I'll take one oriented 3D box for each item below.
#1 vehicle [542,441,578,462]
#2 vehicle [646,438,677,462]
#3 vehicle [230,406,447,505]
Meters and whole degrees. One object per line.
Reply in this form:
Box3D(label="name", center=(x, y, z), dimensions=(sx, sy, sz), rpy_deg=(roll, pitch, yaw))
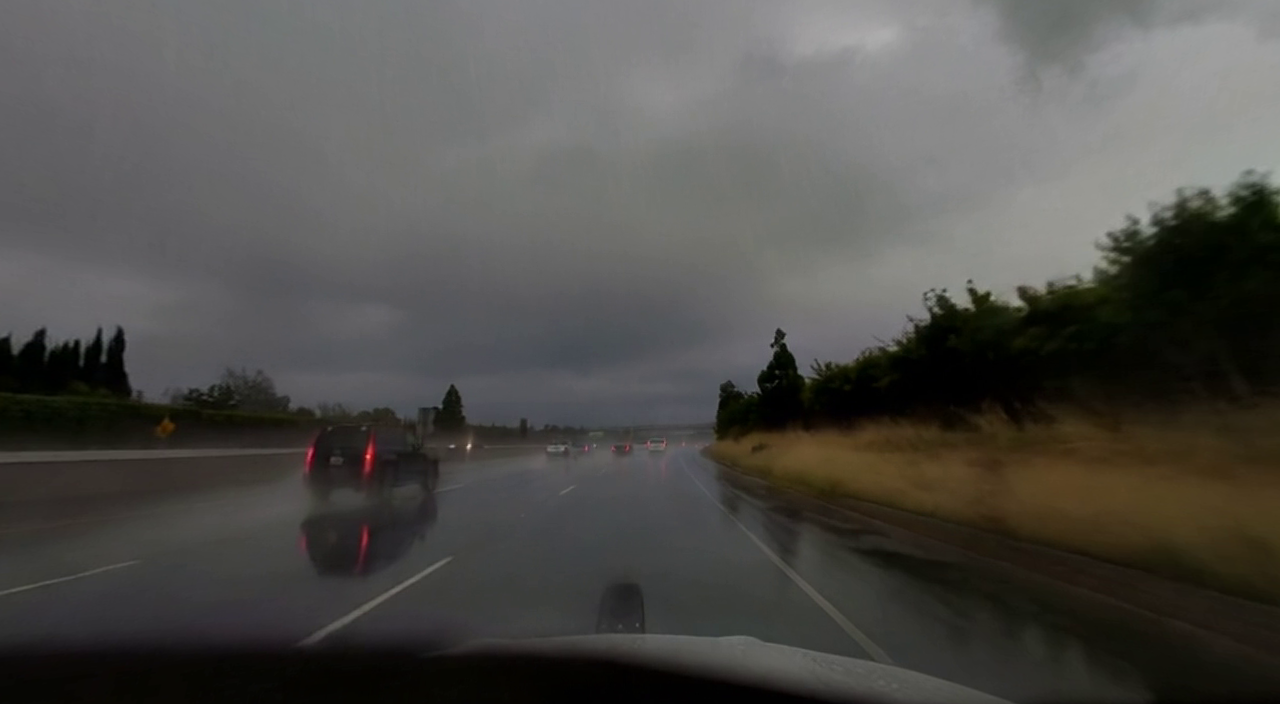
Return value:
Box3D(label="vehicle", center=(-6.050, 7.535, 48.007), dimensions=(1.986, 1.534, 4.255), rpy_deg=(0, -8, 3))
Box3D(label="vehicle", center=(1.610, 7.217, 46.509), dimensions=(2.141, 1.706, 4.065), rpy_deg=(0, -8, 2))
Box3D(label="vehicle", center=(-6.938, 2.484, 15.516), dimensions=(2.438, 1.967, 5.596), rpy_deg=(0, -8, 2))
